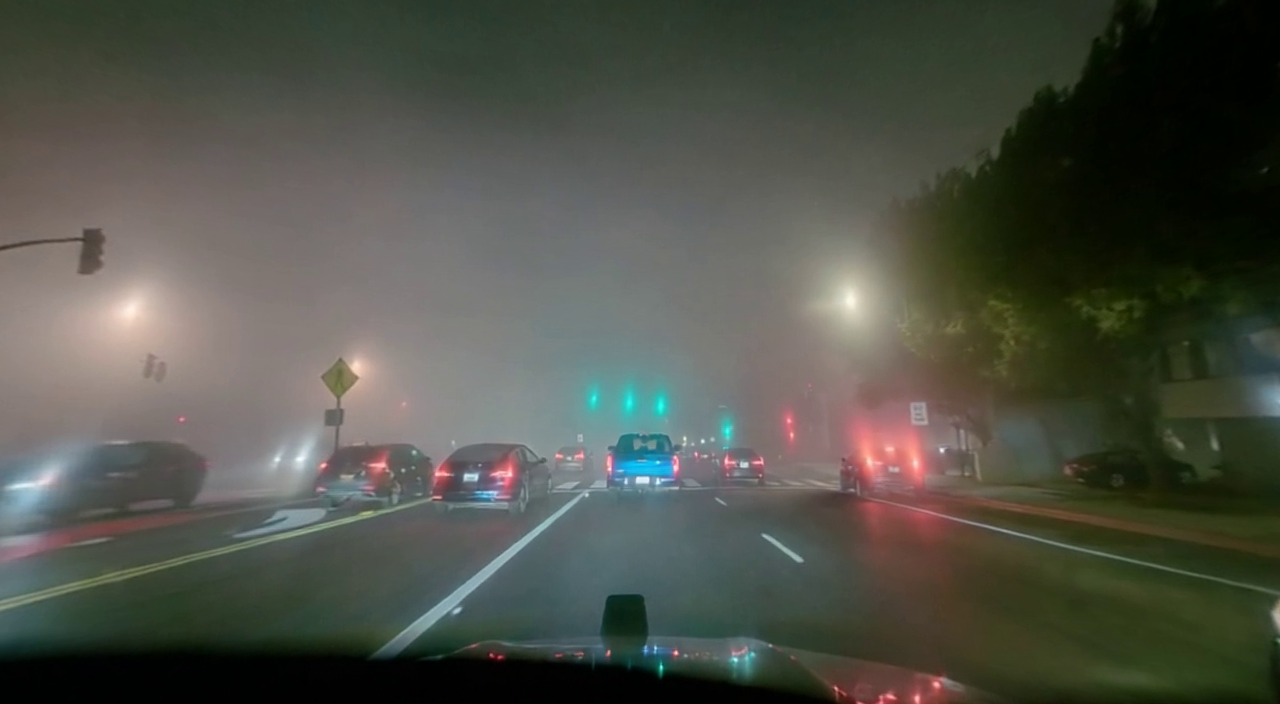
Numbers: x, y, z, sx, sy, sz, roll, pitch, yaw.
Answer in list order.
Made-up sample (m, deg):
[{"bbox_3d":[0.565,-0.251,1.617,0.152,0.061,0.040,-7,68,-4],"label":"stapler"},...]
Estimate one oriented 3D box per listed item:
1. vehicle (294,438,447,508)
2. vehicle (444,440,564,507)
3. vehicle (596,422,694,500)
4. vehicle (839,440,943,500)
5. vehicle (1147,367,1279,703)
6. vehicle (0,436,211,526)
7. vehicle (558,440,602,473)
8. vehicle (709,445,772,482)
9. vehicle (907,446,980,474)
[{"bbox_3d":[-6.652,3.010,16.205,1.907,1.541,4.364,0,-8,1],"label":"vehicle"},{"bbox_3d":[-3.280,3.019,16.194,1.986,1.465,4.509,0,-8,1],"label":"vehicle"},{"bbox_3d":[0.124,3.136,18.505,2.493,1.934,4.957,0,-8,0],"label":"vehicle"},{"bbox_3d":[8.928,4.191,22.910,2.126,1.820,4.521,2,-8,3],"label":"vehicle"},{"bbox_3d":[3.455,0.653,0.933,1.955,1.628,4.152,0,-8,1],"label":"vehicle"},{"bbox_3d":[-12.165,2.765,14.136,2.054,1.662,4.384,0,-8,-1],"label":"vehicle"},{"bbox_3d":[-3.328,5.840,35.508,2.018,1.700,4.142,0,-8,1],"label":"vehicle"},{"bbox_3d":[4.271,4.789,27.505,1.968,1.472,4.456,0,-8,0],"label":"vehicle"},{"bbox_3d":[22.591,7.956,46.881,5.227,1.935,2.289,5,-10,-32],"label":"vehicle"}]
